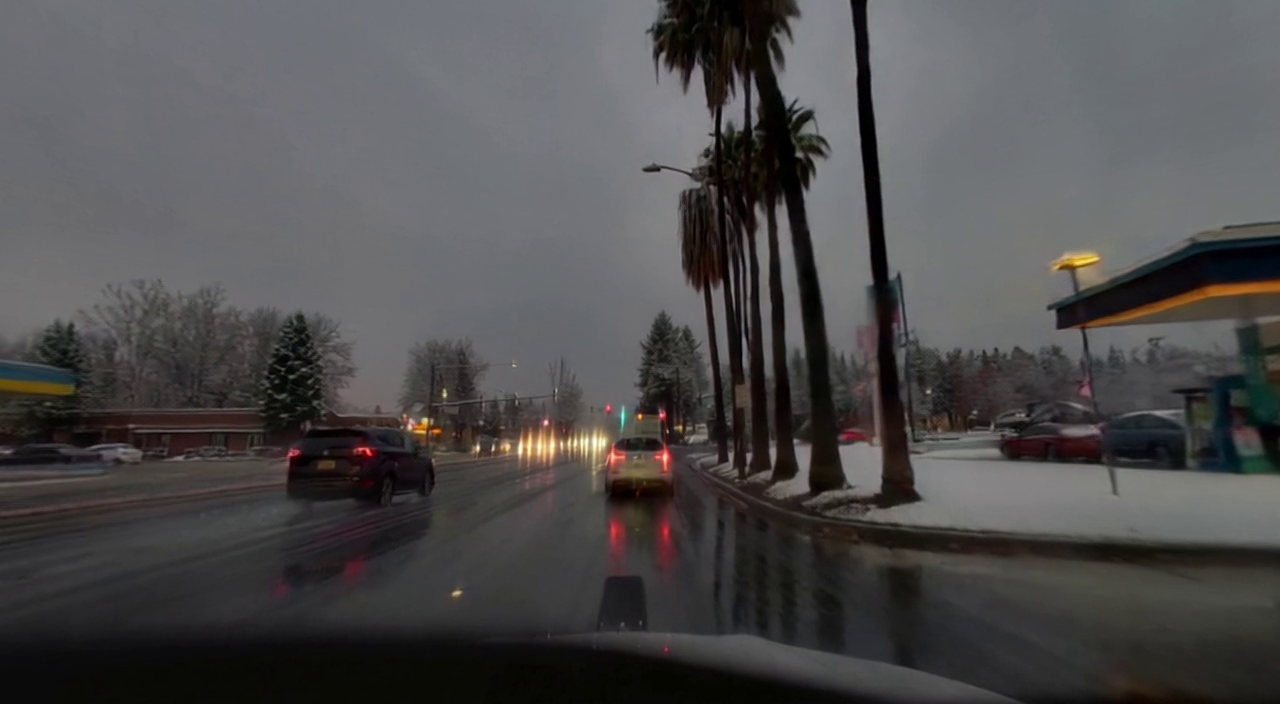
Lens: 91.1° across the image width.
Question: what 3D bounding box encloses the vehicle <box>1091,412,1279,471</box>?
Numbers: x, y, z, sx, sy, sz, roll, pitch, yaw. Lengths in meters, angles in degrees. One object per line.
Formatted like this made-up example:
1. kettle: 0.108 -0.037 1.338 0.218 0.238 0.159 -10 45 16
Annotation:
1. vehicle: 17.075 2.841 19.965 2.009 1.630 4.436 0 -8 -2

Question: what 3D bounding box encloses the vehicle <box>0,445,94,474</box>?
1. vehicle: -32.375 5.742 33.745 4.056 1.453 1.865 4 -9 -26

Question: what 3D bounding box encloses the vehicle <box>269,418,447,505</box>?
1. vehicle: -6.284 2.498 14.685 2.057 1.705 4.394 0 -8 1

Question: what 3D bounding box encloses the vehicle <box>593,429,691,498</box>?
1. vehicle: 0.055 2.787 16.081 2.145 1.483 4.453 0 -8 0

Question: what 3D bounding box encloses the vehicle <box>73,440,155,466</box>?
1. vehicle: -35.502 6.828 42.526 1.888 1.650 4.369 1 -8 -2

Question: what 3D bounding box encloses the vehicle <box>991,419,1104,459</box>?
1. vehicle: 16.726 3.635 26.106 1.902 1.502 4.395 0 -9 3
